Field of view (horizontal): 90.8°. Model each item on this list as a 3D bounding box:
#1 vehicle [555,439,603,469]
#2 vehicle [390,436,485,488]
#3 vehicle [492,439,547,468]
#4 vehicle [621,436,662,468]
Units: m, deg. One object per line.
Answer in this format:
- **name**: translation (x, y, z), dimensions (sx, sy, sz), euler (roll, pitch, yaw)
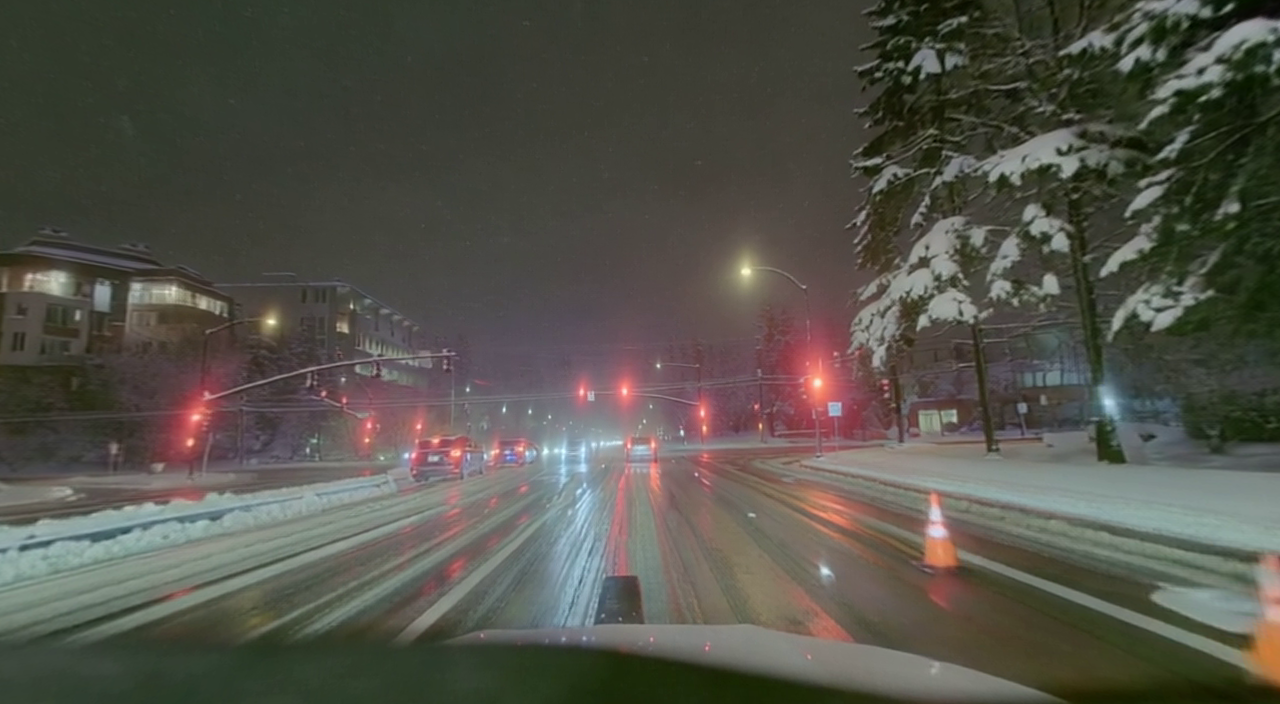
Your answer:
- **vehicle**: translation (-3.011, 5.136, 32.016), dimensions (1.946, 1.437, 4.154), euler (0, -8, 1)
- **vehicle**: translation (-6.799, 3.717, 21.694), dimensions (1.869, 1.570, 4.064), euler (0, -8, 1)
- **vehicle**: translation (-6.536, 5.552, 34.644), dimensions (2.074, 1.447, 4.224), euler (0, -8, 2)
- **vehicle**: translation (0.083, 5.081, 32.350), dimensions (1.985, 1.521, 3.968), euler (0, -8, 1)
